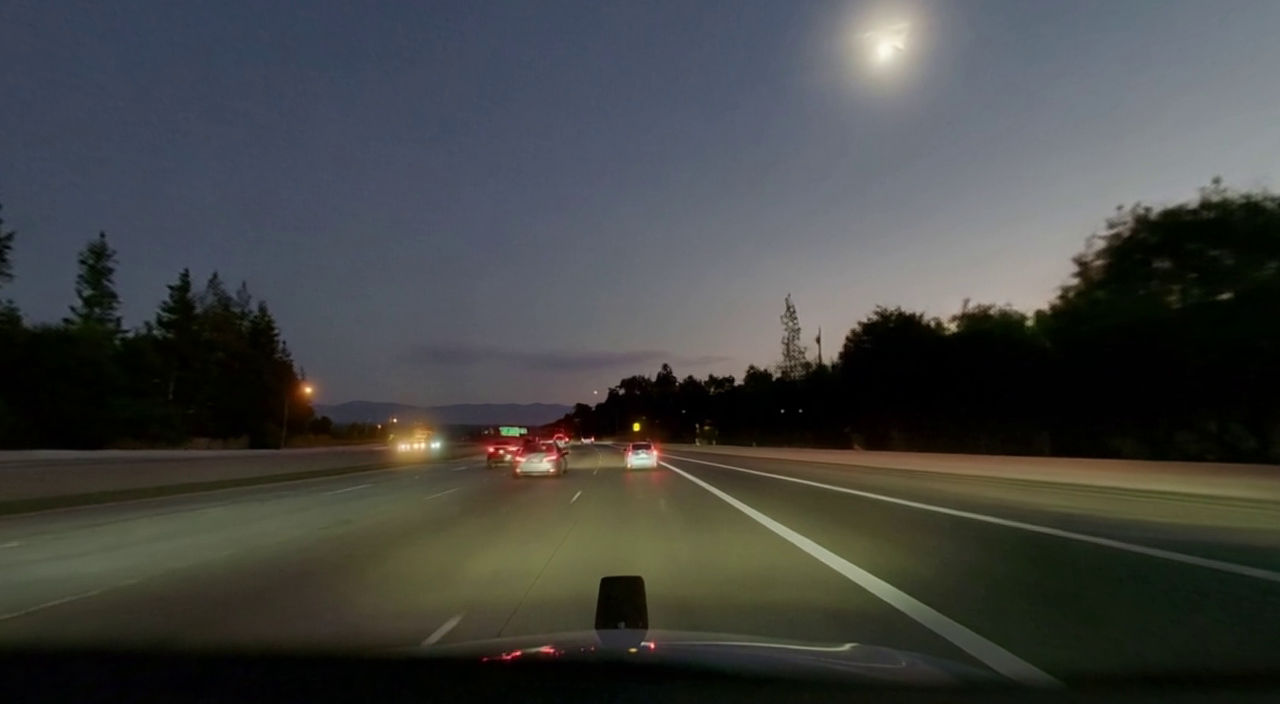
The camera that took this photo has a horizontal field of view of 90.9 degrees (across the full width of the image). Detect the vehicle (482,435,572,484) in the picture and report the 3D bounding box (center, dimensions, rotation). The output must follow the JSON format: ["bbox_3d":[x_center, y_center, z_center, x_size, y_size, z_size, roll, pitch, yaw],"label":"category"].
[{"bbox_3d":[-3.788,3.729,22.127,2.246,1.519,4.980,0,-9,0],"label":"vehicle"}]

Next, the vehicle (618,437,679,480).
[{"bbox_3d":[0.228,3.912,23.441,2.051,1.444,3.927,0,-9,-2],"label":"vehicle"}]
